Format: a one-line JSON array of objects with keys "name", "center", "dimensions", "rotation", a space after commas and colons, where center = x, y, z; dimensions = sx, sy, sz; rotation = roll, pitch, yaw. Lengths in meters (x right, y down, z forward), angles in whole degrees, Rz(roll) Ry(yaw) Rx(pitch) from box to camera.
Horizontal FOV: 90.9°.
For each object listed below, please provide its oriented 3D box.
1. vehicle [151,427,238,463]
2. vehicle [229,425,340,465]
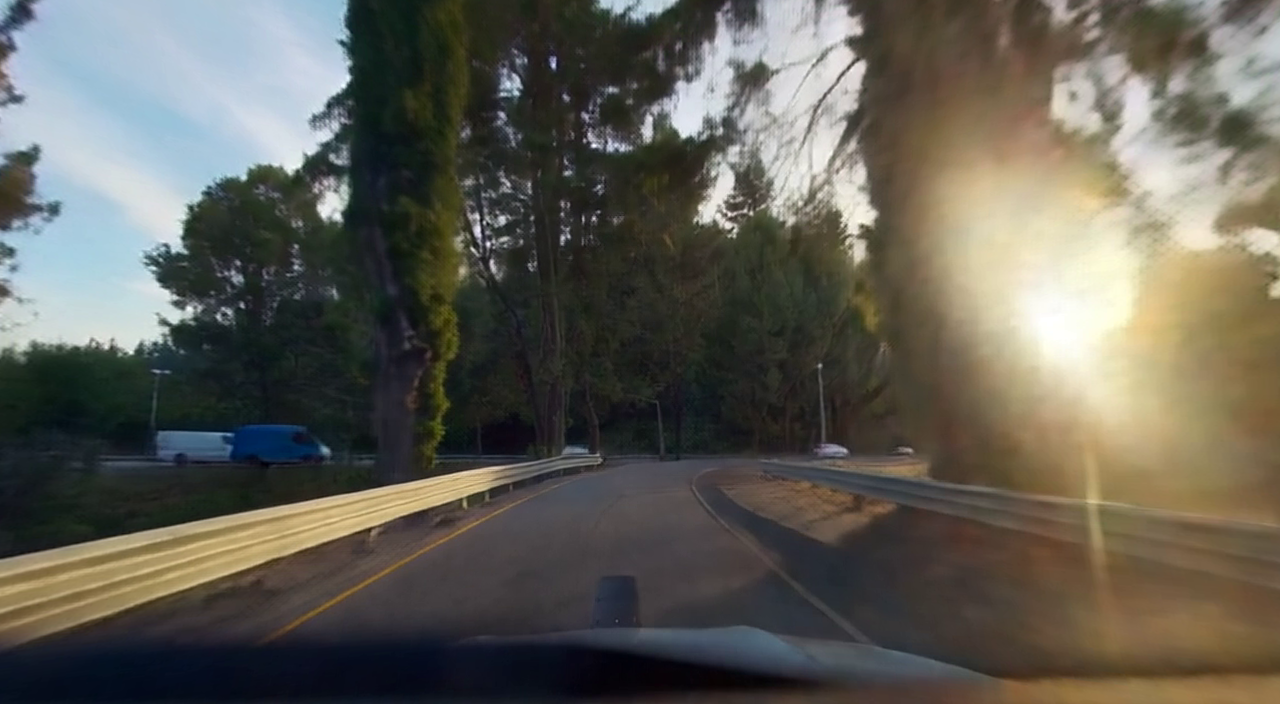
[{"name": "vehicle", "center": [-33.677, 7.050, 47.802], "dimensions": [4.784, 2.535, 2.203], "rotation": [1, -10, -19]}, {"name": "vehicle", "center": [-27.842, 7.306, 49.735], "dimensions": [7.155, 2.942, 2.420], "rotation": [3, -8, -20]}]
